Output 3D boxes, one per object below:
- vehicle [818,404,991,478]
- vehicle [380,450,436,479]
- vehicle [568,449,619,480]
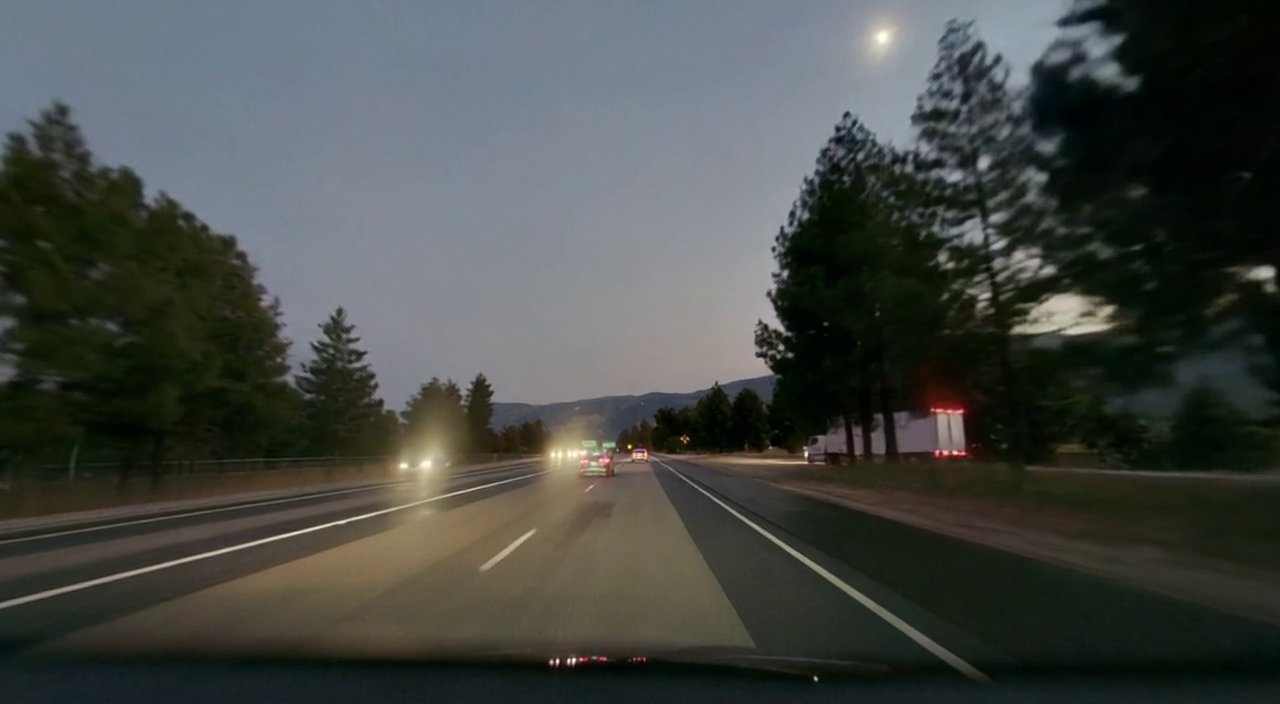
[{"bbox_3d":[17.564,6.168,44.197,2.859,4.163,14.784,-1,-7,-12],"label":"vehicle"},{"bbox_3d":[-13.144,6.377,35.935,1.751,1.466,3.977,-3,-9,-1],"label":"vehicle"},{"bbox_3d":[-2.305,5.790,32.853,2.170,1.451,4.584,0,-9,2],"label":"vehicle"}]
